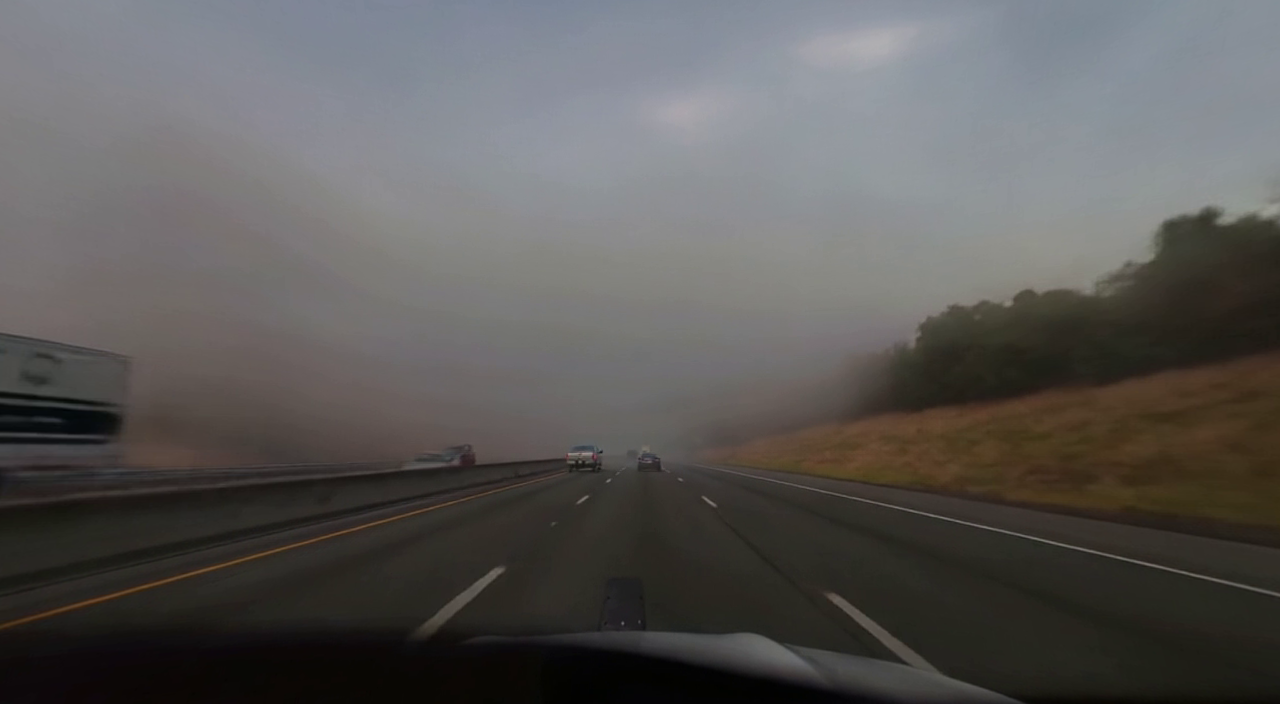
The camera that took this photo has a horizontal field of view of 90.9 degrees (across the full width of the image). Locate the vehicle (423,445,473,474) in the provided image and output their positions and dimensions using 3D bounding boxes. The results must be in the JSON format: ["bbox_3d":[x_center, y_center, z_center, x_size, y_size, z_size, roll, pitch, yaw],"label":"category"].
[{"bbox_3d":[-13.444,7.560,44.471,2.072,1.878,4.726,0,-9,-1],"label":"vehicle"}]

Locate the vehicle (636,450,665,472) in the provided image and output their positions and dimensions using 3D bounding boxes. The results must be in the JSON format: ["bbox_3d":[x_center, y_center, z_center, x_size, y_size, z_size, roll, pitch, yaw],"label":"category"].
[{"bbox_3d":[0.772,7.996,46.454,2.036,1.519,4.225,0,-9,0],"label":"vehicle"}]

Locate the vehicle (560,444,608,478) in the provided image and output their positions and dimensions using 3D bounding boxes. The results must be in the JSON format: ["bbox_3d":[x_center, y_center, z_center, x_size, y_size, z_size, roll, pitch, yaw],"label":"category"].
[{"bbox_3d":[-2.985,5.958,34.652,2.143,1.770,4.283,0,-9,1],"label":"vehicle"}]
